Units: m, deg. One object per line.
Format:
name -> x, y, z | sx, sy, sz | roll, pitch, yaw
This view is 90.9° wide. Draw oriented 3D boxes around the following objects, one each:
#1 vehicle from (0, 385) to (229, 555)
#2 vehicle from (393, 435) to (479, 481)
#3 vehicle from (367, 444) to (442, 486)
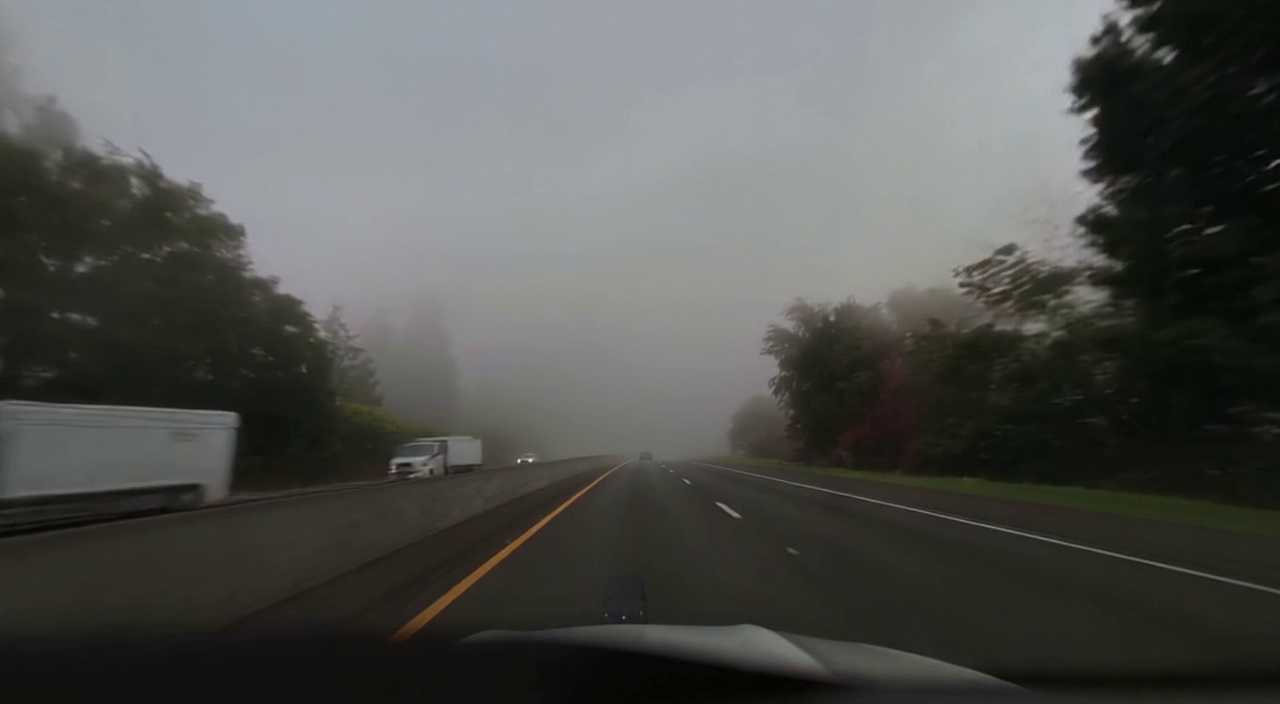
vehicle -> -12.838, 2.389, 13.063 | 2.692, 3.025, 8.751 | 0, -9, 0
vehicle -> -12.879, 6.800, 40.711 | 2.714, 2.654, 8.303 | 0, -9, 1
vehicle -> -12.795, 6.155, 34.641 | 2.187, 2.101, 4.987 | 0, -9, -1
